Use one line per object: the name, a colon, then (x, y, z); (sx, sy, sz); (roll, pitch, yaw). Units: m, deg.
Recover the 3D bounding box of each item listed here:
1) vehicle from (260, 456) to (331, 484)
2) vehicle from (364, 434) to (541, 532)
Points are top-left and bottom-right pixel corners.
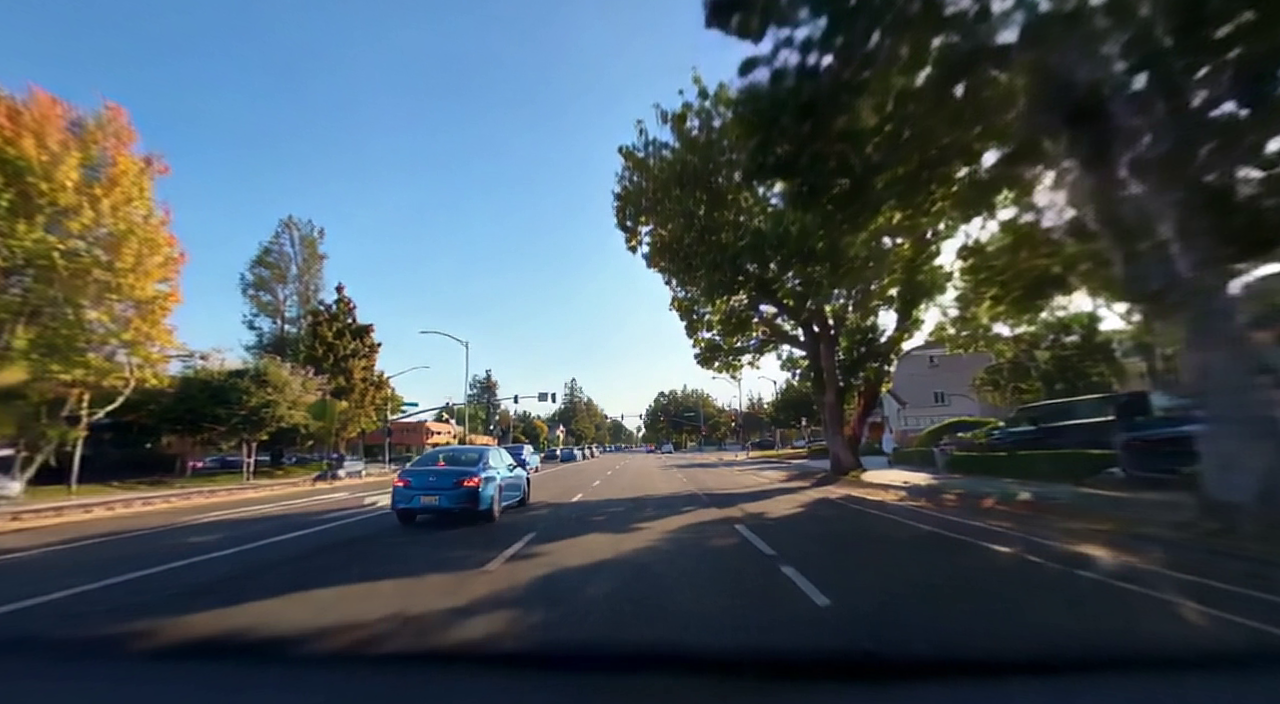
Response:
vehicle: (-21.833, 7.468, 40.170); (1.982, 1.656, 4.316); (0, -9, 1)
vehicle: (-3.237, 2.353, 11.951); (1.924, 1.480, 4.421); (0, -9, 1)
